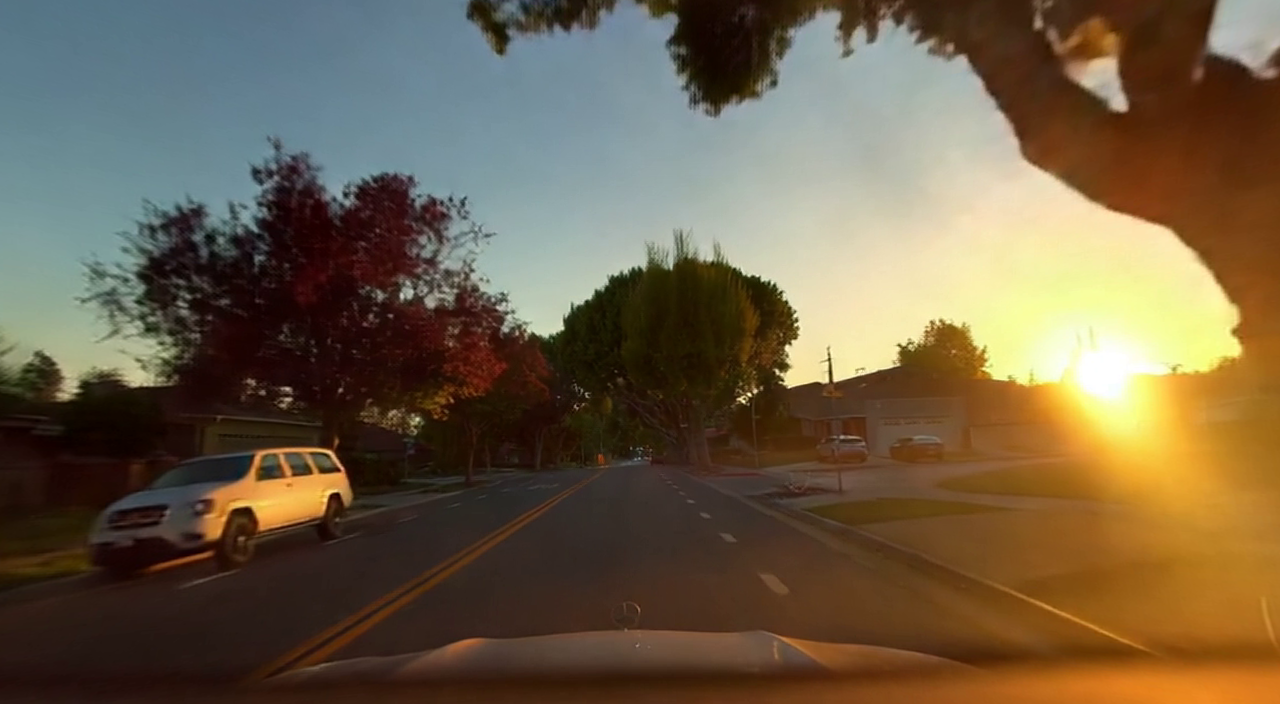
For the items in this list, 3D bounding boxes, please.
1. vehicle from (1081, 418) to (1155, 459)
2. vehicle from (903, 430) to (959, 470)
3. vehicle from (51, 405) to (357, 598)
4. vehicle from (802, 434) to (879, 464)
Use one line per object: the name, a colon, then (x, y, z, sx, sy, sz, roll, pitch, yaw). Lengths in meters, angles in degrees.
vehicle: (21.831, 3.982, 29.020, 1.956, 1.632, 3.922, -9, -11, 27)
vehicle: (13.849, 4.638, 29.909, 1.860, 1.697, 4.292, -5, -10, 30)
vehicle: (-6.793, 2.334, 10.621, 2.057, 2.317, 4.386, -6, -10, -1)
vehicle: (9.419, 4.621, 30.094, 1.922, 1.263, 4.664, 0, -9, -3)
